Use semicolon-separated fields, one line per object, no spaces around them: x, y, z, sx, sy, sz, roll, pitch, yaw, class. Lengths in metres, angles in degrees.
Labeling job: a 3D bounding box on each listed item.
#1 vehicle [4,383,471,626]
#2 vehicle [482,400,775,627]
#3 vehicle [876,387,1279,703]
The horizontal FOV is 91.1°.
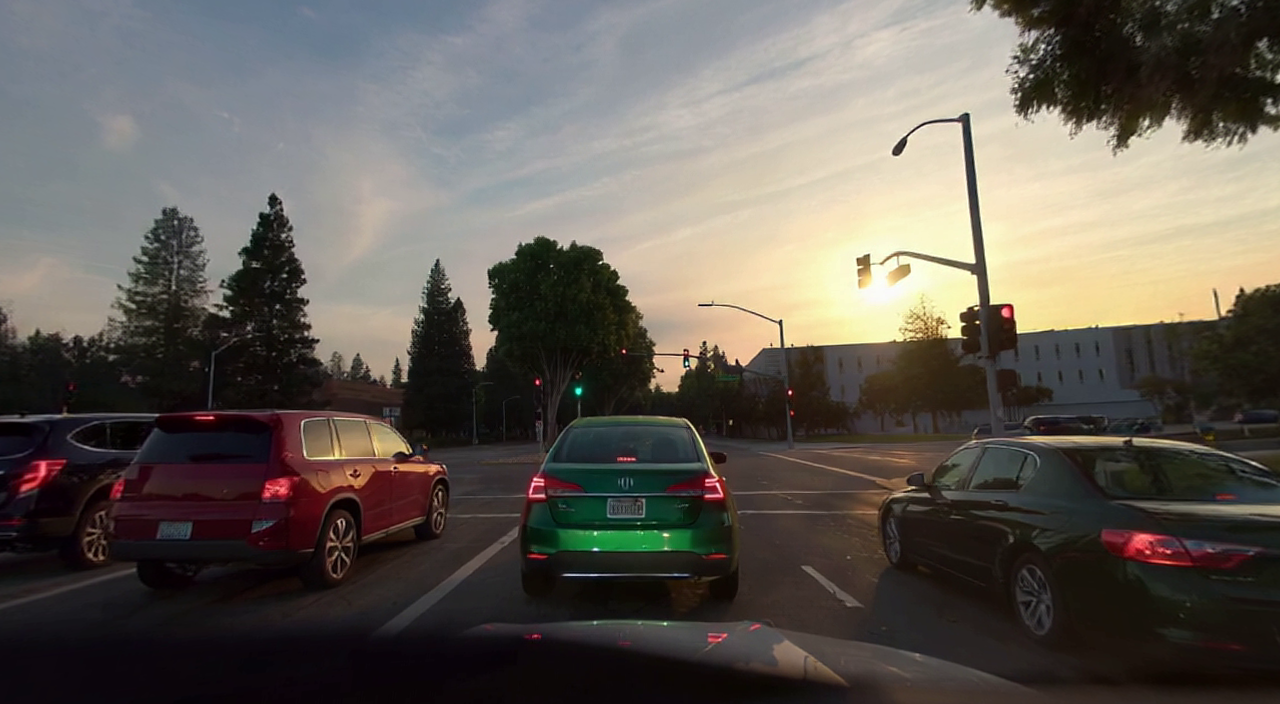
-3.564;1.428;6.848;2.014;1.755;4.360;0;-8;3;vehicle
-0.059;1.403;6.302;2.047;1.579;3.642;0;-8;1;vehicle
3.586;1.201;4.604;2.010;1.486;4.498;0;-8;1;vehicle
